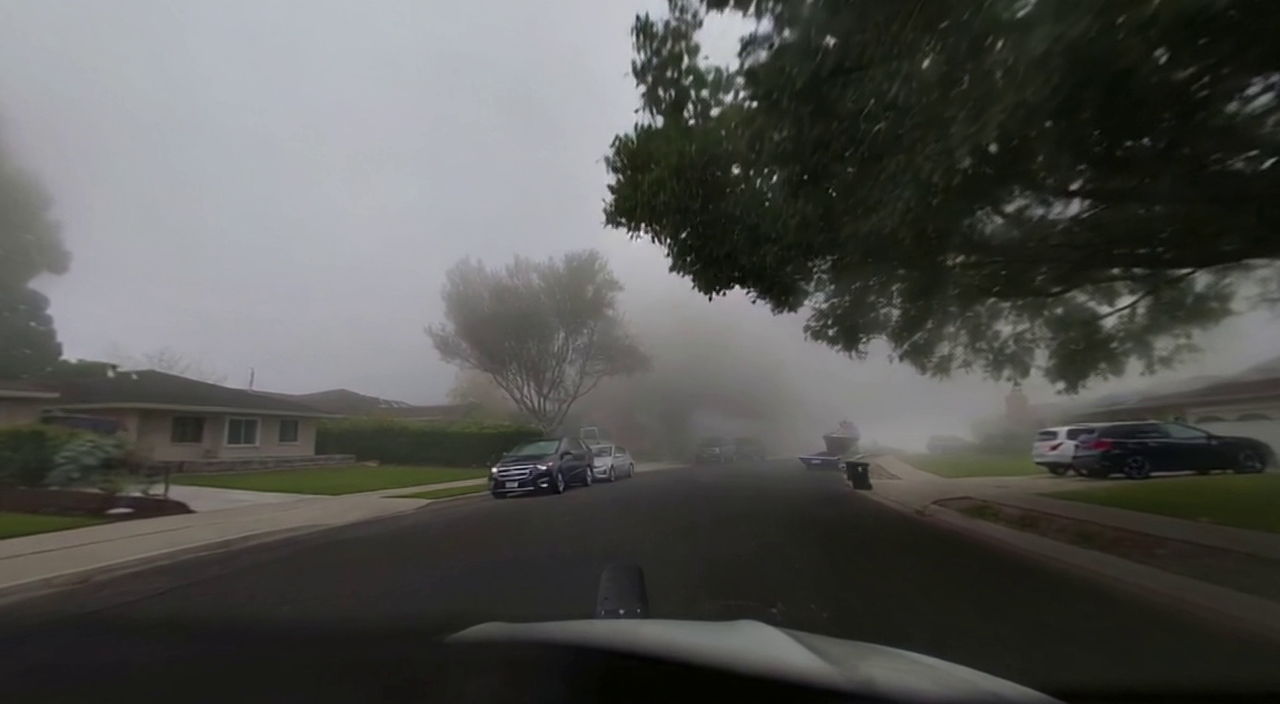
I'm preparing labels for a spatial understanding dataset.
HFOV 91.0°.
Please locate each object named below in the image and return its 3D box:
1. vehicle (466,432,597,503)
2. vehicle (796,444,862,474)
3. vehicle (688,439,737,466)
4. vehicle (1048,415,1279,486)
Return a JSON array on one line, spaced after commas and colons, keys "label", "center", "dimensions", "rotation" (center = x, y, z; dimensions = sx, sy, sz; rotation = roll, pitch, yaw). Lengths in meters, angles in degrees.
[{"label": "vehicle", "center": [-3.073, 3.387, 19.239], "dimensions": [2.274, 1.784, 5.090], "rotation": [-1, -7, 11]}, {"label": "vehicle", "center": [10.993, 6.077, 36.163], "dimensions": [2.804, 1.336, 6.700], "rotation": [-3, -7, 24]}, {"label": "vehicle", "center": [5.106, 7.008, 43.839], "dimensions": [2.052, 1.745, 4.737], "rotation": [-4, -9, 23]}, {"label": "vehicle", "center": [14.403, 2.704, 17.304], "dimensions": [4.789, 1.771, 2.092], "rotation": [-2, -9, 9]}]
